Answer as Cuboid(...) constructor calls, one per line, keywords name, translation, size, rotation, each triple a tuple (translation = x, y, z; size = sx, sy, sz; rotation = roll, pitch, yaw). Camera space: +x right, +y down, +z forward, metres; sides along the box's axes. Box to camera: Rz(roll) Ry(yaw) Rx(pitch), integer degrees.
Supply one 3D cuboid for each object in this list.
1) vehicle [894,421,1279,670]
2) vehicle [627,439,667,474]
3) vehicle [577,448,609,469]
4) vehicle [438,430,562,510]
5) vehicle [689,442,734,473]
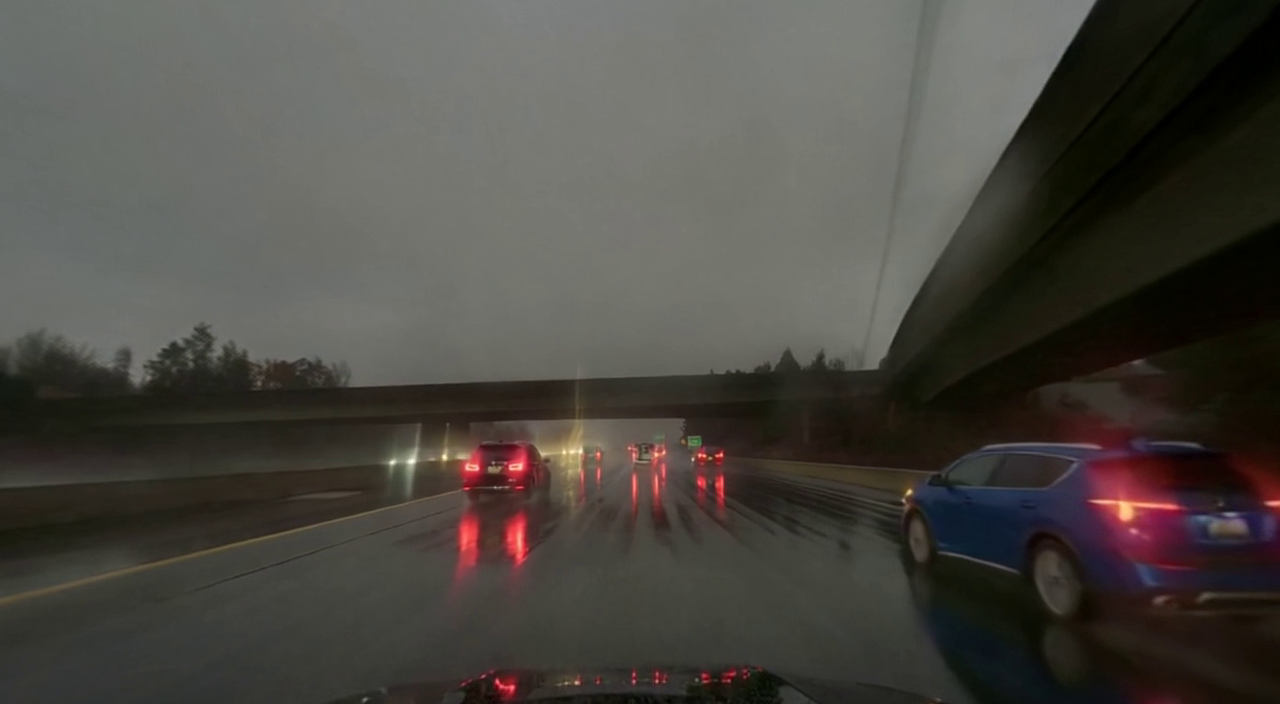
Cuboid(name="vehicle", translation=(4.163, 1.511, 5.935), size=(1.959, 1.554, 3.795), rotation=(0, -9, 0))
Cuboid(name="vehicle", translation=(0.387, 6.083, 36.885), size=(2.155, 1.909, 4.529), rotation=(0, -9, 0))
Cuboid(name="vehicle", translation=(-3.409, 7.845, 46.544), size=(1.994, 1.475, 4.171), rotation=(0, -9, 0))
Cuboid(name="vehicle", translation=(-3.379, 2.957, 16.211), size=(2.089, 1.751, 4.515), rotation=(0, -9, 1))
Cuboid(name="vehicle", translation=(4.440, 6.657, 39.869), size=(2.231, 1.807, 4.588), rotation=(0, -9, -1))
